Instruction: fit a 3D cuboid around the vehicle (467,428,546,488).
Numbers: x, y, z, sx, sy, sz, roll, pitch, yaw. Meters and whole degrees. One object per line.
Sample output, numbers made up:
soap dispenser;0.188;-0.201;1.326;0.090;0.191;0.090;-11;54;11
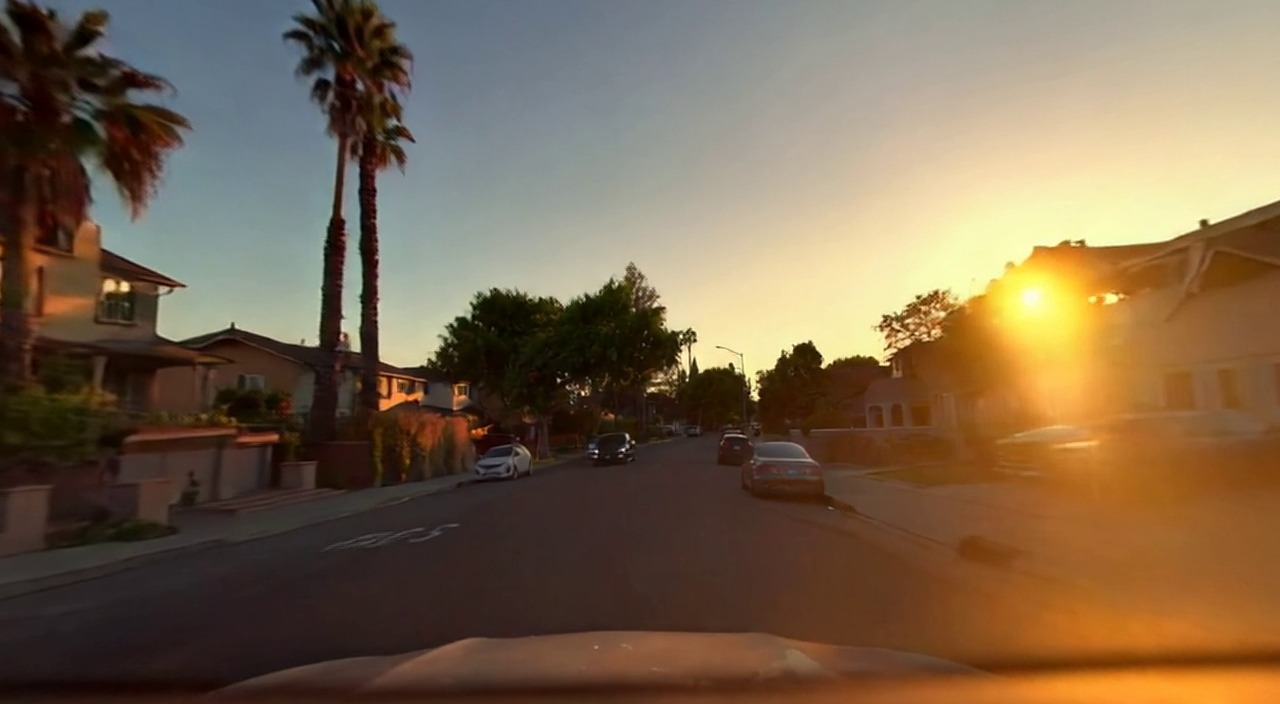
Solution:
vehicle;-5.990;4.982;28.965;2.053;1.713;4.850;-4;-21;6

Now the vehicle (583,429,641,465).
vehicle;-1.464;5.268;34.931;2.305;1.781;4.834;-2;-8;8

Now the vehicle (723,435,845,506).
vehicle;3.362;2.840;15.585;1.942;1.465;4.123;-1;-8;-1
